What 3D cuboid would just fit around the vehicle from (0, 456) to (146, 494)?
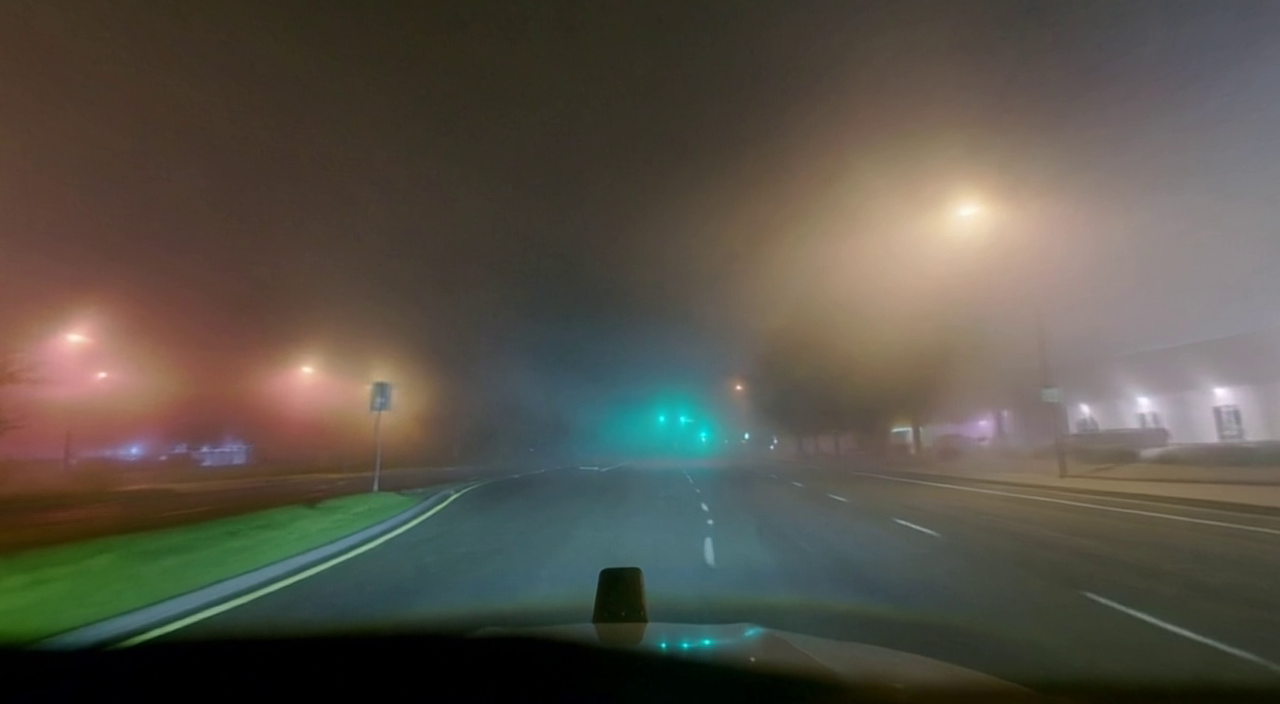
[{"bbox_3d":[-32.013,6.901,35.712,2.510,1.873,5.815,-2,-9,10],"label":"vehicle"}]
